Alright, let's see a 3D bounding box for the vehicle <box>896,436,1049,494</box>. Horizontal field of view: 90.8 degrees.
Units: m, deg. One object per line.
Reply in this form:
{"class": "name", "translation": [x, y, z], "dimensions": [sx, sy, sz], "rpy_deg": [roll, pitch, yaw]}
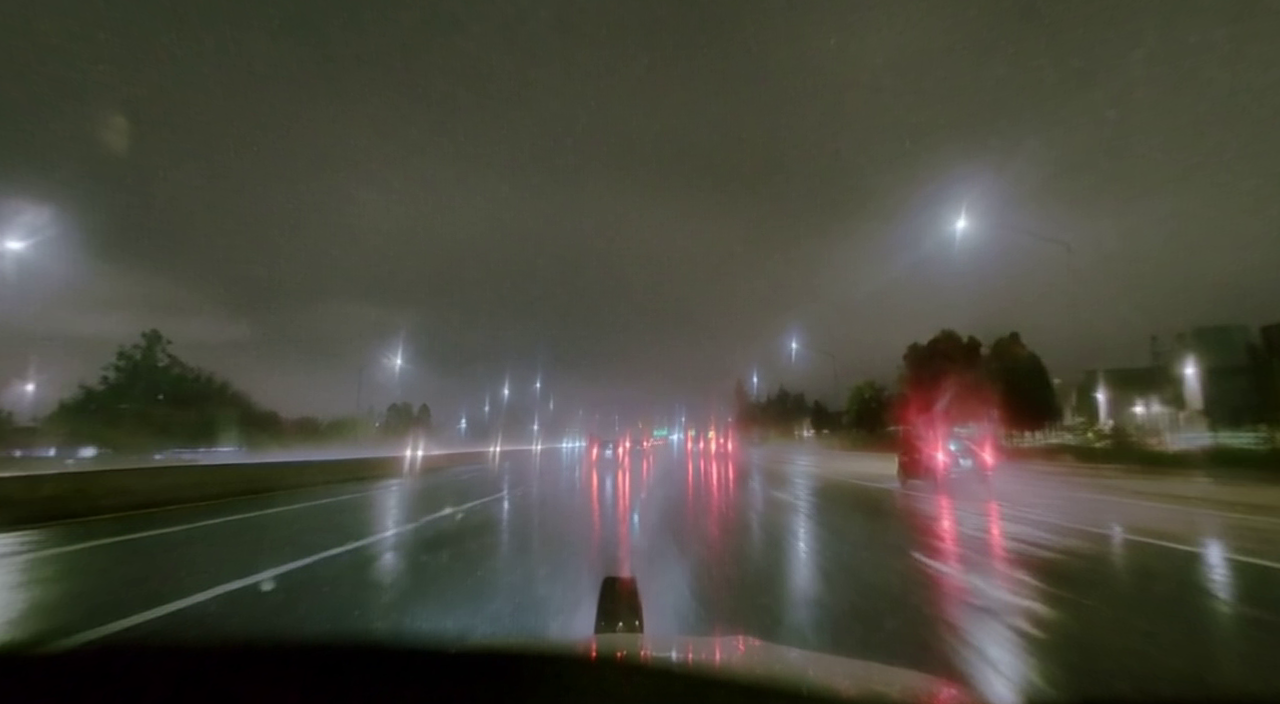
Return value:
{"class": "vehicle", "translation": [9.166, 3.133, 17.934], "dimensions": [1.900, 1.432, 4.519], "rpy_deg": [0, -8, 1]}

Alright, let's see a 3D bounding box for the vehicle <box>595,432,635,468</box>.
{"class": "vehicle", "translation": [-1.283, 5.334, 34.588], "dimensions": [1.893, 1.827, 4.513], "rpy_deg": [0, -8, 2]}
